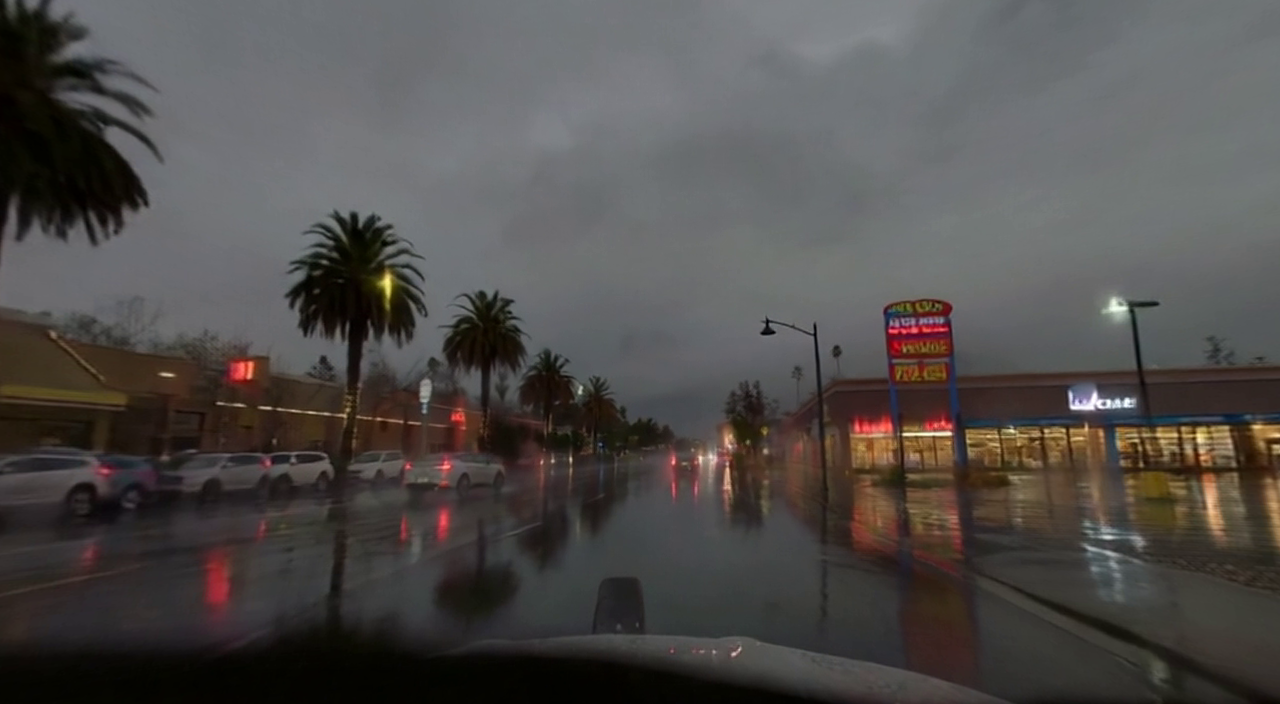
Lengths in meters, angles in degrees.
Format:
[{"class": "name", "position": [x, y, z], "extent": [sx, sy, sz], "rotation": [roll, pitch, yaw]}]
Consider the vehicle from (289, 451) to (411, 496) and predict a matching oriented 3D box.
[{"class": "vehicle", "position": [-10.796, 4.520, 23.914], "extent": [1.981, 1.493, 4.721], "rotation": [-1, -9, 6]}]

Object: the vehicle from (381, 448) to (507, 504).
[{"class": "vehicle", "position": [-5.870, 3.747, 19.548], "extent": [2.090, 1.520, 4.452], "rotation": [-1, -9, 6]}]

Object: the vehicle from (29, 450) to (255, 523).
[{"class": "vehicle", "position": [-11.606, 3.106, 15.137], "extent": [1.776, 1.448, 4.137], "rotation": [-1, -9, 6]}]

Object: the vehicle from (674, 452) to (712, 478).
[{"class": "vehicle", "position": [3.398, 7.097, 39.700], "extent": [2.139, 1.461, 4.918], "rotation": [-1, -9, 8]}]
